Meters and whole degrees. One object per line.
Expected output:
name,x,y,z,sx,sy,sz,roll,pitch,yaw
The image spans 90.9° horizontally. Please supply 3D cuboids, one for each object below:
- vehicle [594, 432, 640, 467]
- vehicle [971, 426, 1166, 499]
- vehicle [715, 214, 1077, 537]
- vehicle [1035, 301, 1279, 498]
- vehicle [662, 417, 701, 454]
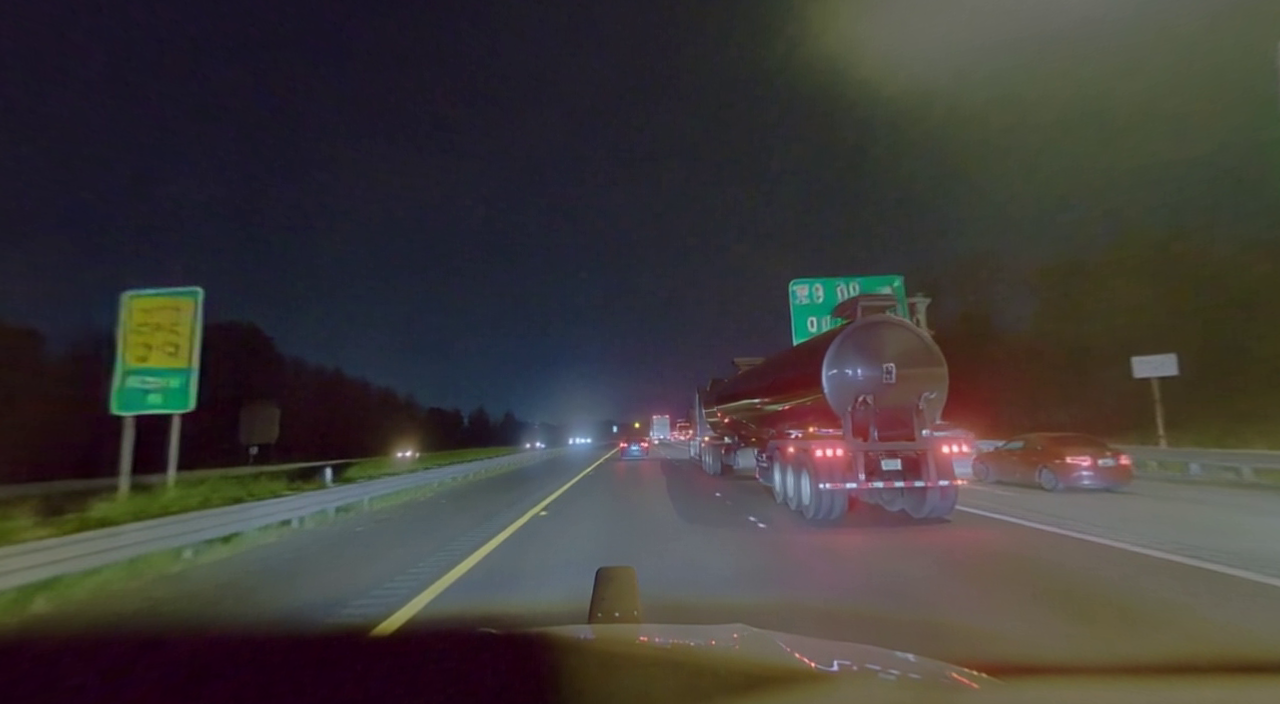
vehicle,-1.022,4.428,28.878,2.000,1.510,3.518,0,-8,-1
vehicle,9.848,2.531,14.926,1.739,1.471,3.889,0,-8,-3
vehicle,3.579,0.848,12.212,2.826,3.905,9.262,0,-8,-2
vehicle,14.791,1.293,15.498,2.878,4.124,10.050,1,-8,-5
vehicle,3.143,6.551,49.417,2.475,2.782,4.986,0,-8,-3
